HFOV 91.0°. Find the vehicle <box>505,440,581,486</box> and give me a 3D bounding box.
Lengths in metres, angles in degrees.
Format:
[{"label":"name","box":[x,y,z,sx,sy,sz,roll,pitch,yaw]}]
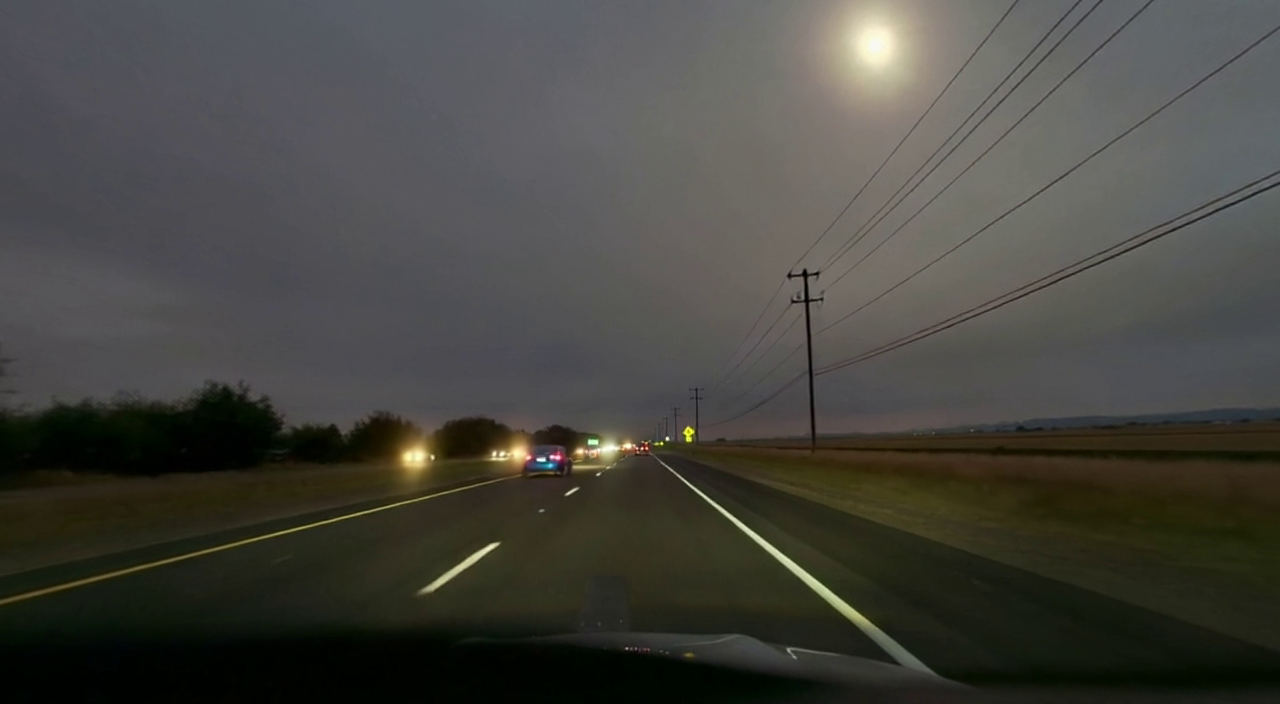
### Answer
[{"label":"vehicle","box":[-3.668,4.307,24.786,2.120,1.597,4.810,0,-9,1]}]
